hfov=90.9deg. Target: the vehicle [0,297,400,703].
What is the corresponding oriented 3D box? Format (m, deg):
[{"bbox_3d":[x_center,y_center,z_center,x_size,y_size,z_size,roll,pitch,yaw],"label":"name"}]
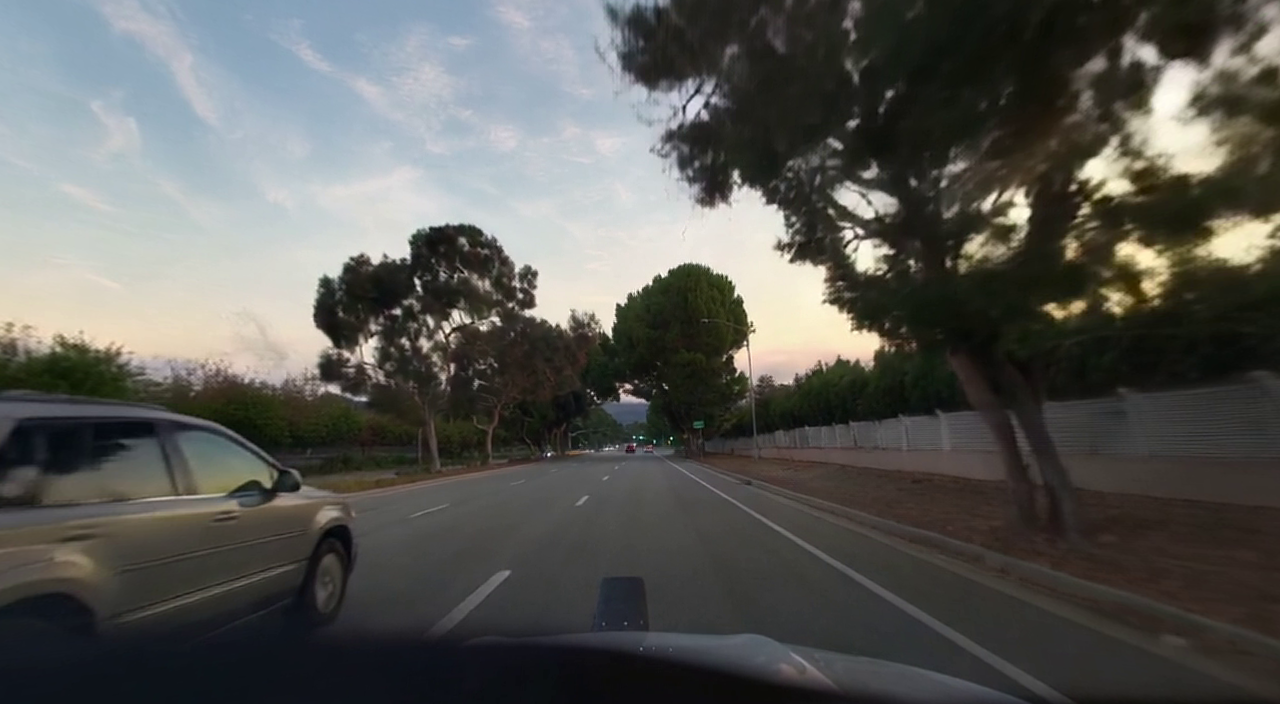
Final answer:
[{"bbox_3d":[-3.239,0.907,3.179,2.160,1.855,4.695,0,-8,0],"label":"vehicle"}]
